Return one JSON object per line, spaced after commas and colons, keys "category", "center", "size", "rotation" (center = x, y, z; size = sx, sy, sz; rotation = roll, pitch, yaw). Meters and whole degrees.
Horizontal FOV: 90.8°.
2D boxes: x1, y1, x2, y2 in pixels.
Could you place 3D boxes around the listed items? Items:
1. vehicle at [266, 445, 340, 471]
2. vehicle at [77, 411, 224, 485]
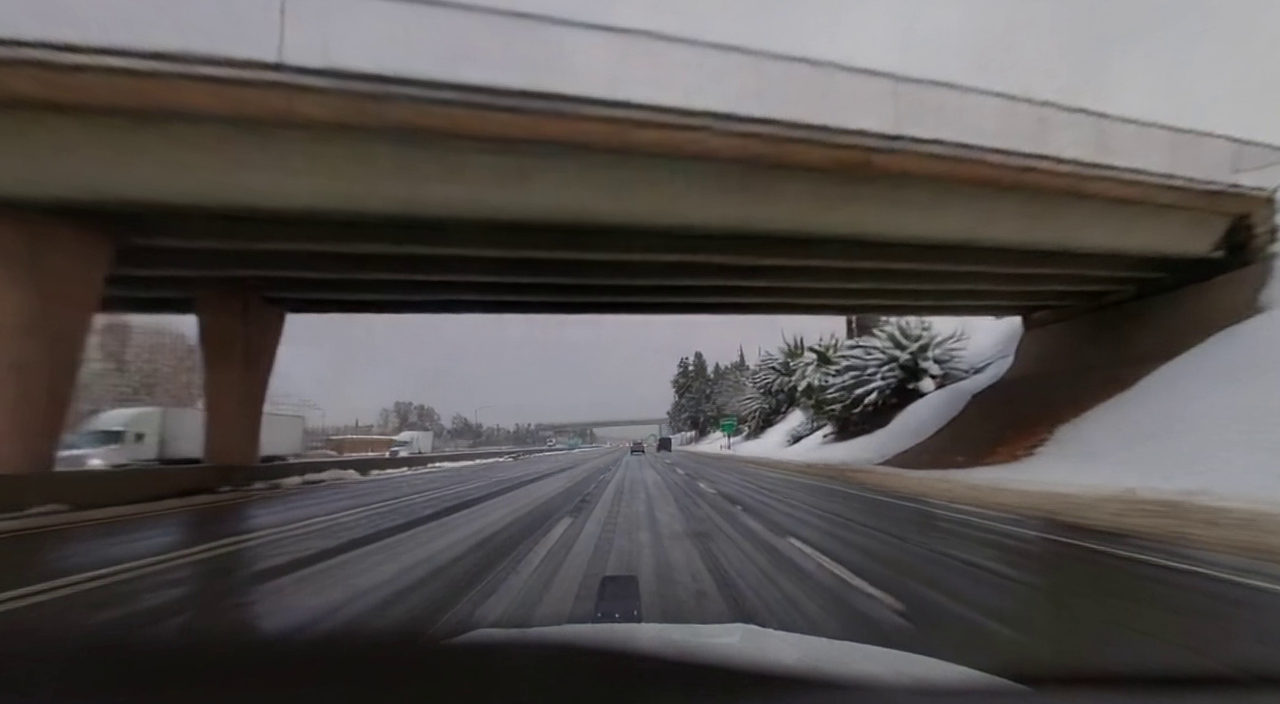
{"category": "vehicle", "center": [-25.144, 7.888, 47.401], "size": [2.288, 1.814, 5.849], "rotation": [0, -8, 1]}
{"category": "vehicle", "center": [-32.530, 6.436, 42.636], "size": [3.007, 4.466, 8.393], "rotation": [0, -8, 0]}
